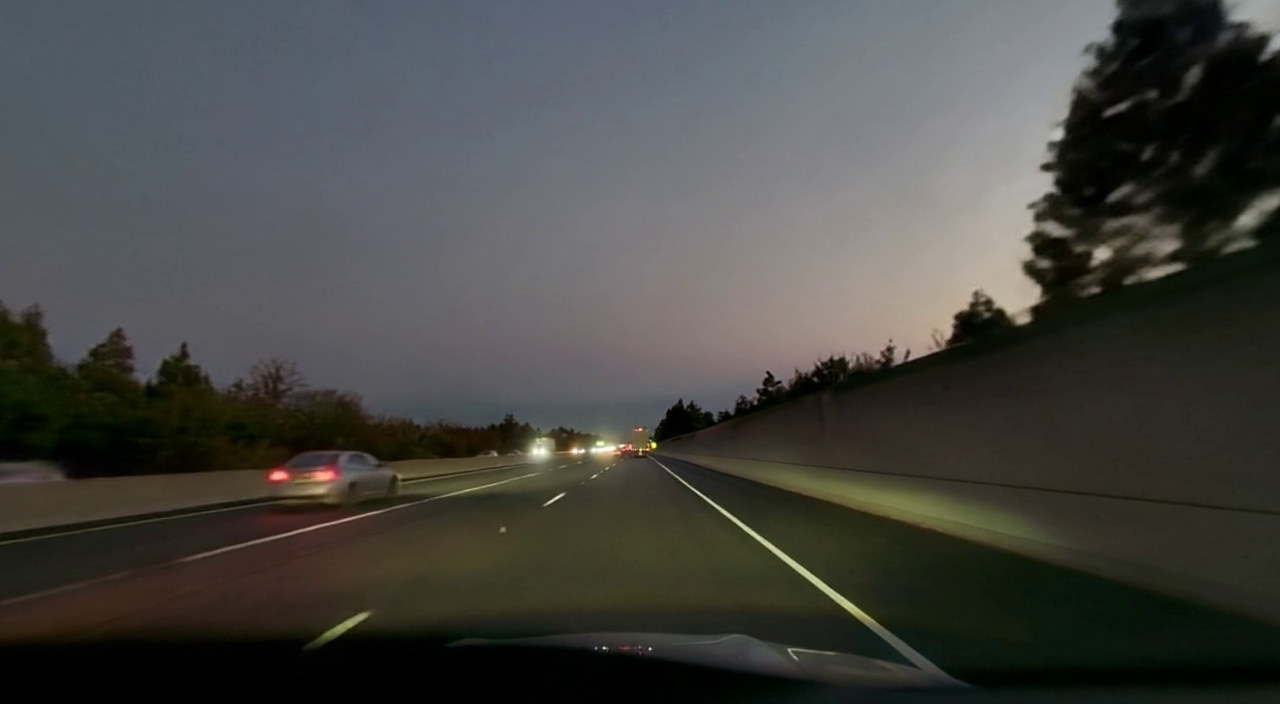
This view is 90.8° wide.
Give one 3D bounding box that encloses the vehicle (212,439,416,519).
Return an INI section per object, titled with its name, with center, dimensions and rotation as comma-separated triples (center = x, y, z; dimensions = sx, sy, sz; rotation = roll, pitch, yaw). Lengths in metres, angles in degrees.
[vehicle]
center = -7.456, 2.949, 15.252
dimensions = 2.179, 1.577, 5.070
rotation = 0, -9, 1
